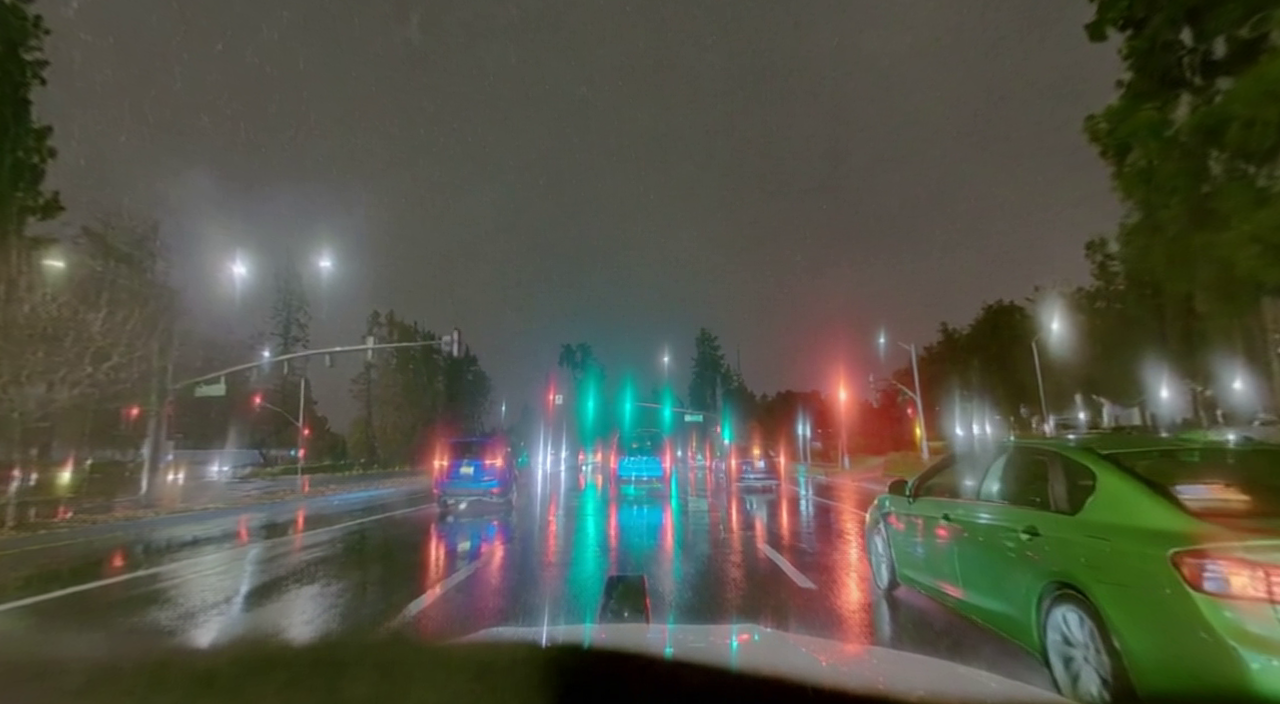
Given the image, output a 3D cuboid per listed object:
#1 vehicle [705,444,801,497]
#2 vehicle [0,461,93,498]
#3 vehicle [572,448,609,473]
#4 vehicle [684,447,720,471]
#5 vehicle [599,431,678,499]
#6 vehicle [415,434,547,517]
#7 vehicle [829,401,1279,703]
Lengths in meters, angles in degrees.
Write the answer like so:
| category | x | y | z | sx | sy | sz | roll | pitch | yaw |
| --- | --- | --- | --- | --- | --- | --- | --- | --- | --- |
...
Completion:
| category | x | y | z | sx | sy | sz | roll | pitch | yaw |
| --- | --- | --- | --- | --- | --- | --- | --- | --- | --- |
| vehicle | 3.447 | 3.696 | 20.191 | 2.036 | 1.480 | 4.659 | 0 | -8 | -2 |
| vehicle | -33.735 | 6.932 | 34.511 | 5.352 | 1.850 | 2.276 | 0 | -8 | -2 |
| vehicle | -3.006 | 6.735 | 39.383 | 1.897 | 1.479 | 4.204 | -1 | -8 | 1 |
| vehicle | 4.161 | 7.245 | 42.902 | 1.996 | 1.443 | 4.270 | 0 | -8 | 0 |
| vehicle | -0.031 | 3.391 | 19.347 | 2.132 | 1.816 | 4.471 | 0 | -8 | 0 |
| vehicle | -3.649 | 2.896 | 15.355 | 2.039 | 1.709 | 4.265 | 0 | -8 | 1 |
| vehicle | 3.061 | 1.252 | 4.604 | 1.976 | 1.491 | 4.427 | 0 | -8 | 0 |
